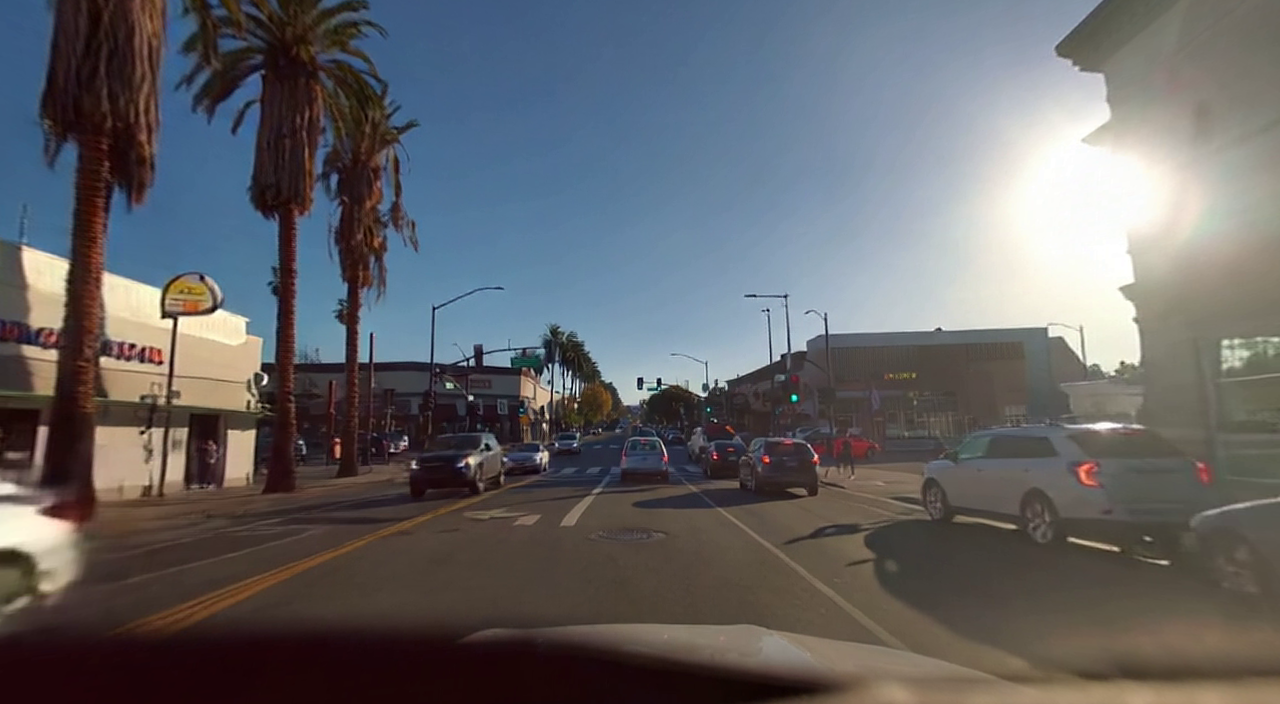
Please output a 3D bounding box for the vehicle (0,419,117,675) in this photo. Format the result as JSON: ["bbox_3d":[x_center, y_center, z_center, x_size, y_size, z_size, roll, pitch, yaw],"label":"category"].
[{"bbox_3d":[-4.805,0.958,2.321,2.092,1.504,4.374,0,-8,-2],"label":"vehicle"}]

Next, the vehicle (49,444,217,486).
[{"bbox_3d":[-19.582,4.329,24.641,1.759,1.457,4.727,-6,-10,37],"label":"vehicle"}]

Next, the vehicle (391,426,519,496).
[{"bbox_3d":[-5.196,3.149,18.627,2.341,1.762,4.865,0,-8,-1],"label":"vehicle"}]

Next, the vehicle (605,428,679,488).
[{"bbox_3d":[0.020,3.549,21.491,2.264,1.798,4.531,0,-8,-1],"label":"vehicle"}]

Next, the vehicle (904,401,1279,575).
[{"bbox_3d":[6.195,1.869,9.626,1.981,1.893,5.238,0,-8,-1],"label":"vehicle"}]

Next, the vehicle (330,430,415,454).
[{"bbox_3d":[-20.805,7.014,49.267,5.674,1.804,2.190,-1,-8,6],"label":"vehicle"}]

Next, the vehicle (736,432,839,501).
[{"bbox_3d":[4.043,3.212,18.130,2.070,1.711,4.480,-1,-8,3],"label":"vehicle"}]

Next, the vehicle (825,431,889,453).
[{"bbox_3d":[16.996,7.035,49.552,4.304,1.685,1.947,0,-8,0],"label":"vehicle"}]

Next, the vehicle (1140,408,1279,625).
[{"bbox_3d":[6.161,1.173,4.079,2.008,1.729,4.647,0,-8,0],"label":"vehicle"}]
